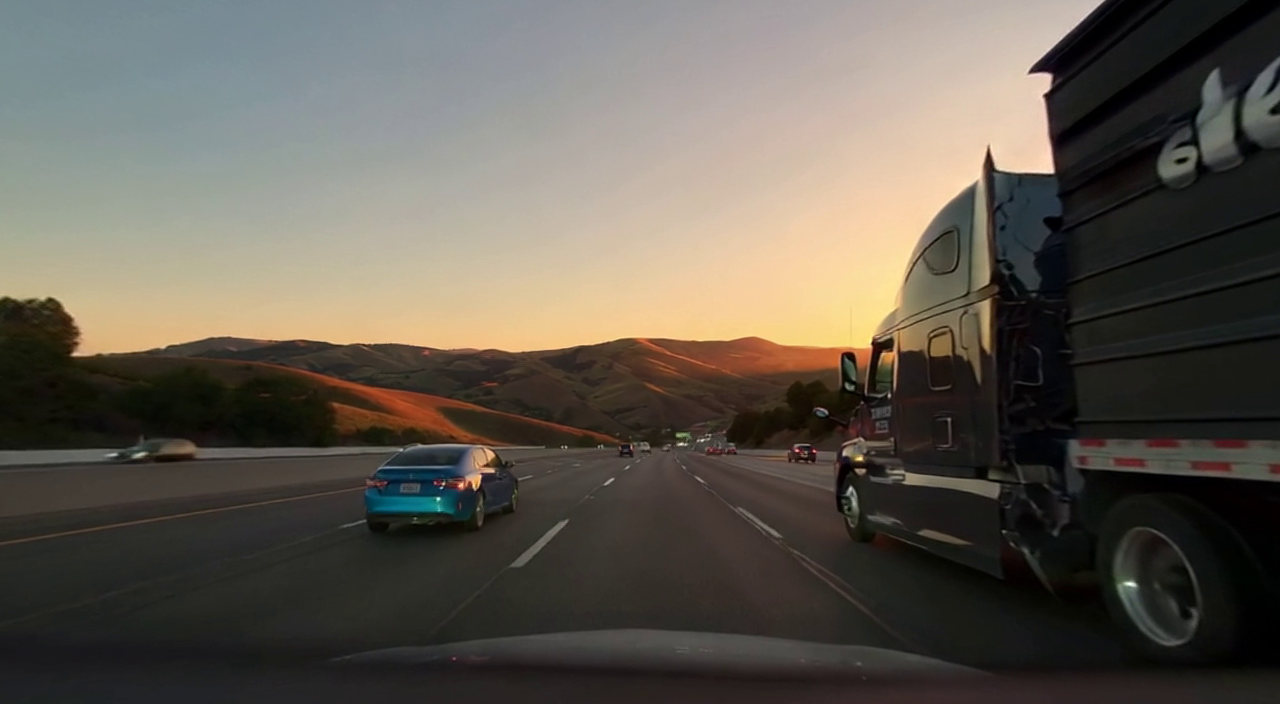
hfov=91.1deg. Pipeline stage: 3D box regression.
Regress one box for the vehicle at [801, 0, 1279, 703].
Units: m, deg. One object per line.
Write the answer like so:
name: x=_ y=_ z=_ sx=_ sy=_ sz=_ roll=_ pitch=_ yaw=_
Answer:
vehicle: x=4.082 y=0.177 z=5.494 sx=3.277 sy=3.871 sz=7.882 roll=0 pitch=-8 yaw=1

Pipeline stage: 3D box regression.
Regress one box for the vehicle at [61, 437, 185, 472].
vehicle: x=-29.144 y=5.797 z=35.729 sx=2.201 sy=1.802 sz=5.532 roll=0 pitch=-8 yaw=2

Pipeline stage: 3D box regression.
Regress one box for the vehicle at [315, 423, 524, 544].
vehicle: x=-3.341 y=2.068 z=10.473 sx=1.967 sy=1.615 sz=3.886 roll=0 pitch=-8 yaw=2

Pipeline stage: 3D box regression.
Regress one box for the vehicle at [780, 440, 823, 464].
vehicle: x=12.199 y=7.586 z=47.783 sx=2.062 sy=1.736 sz=4.589 roll=0 pitch=-8 yaw=0
